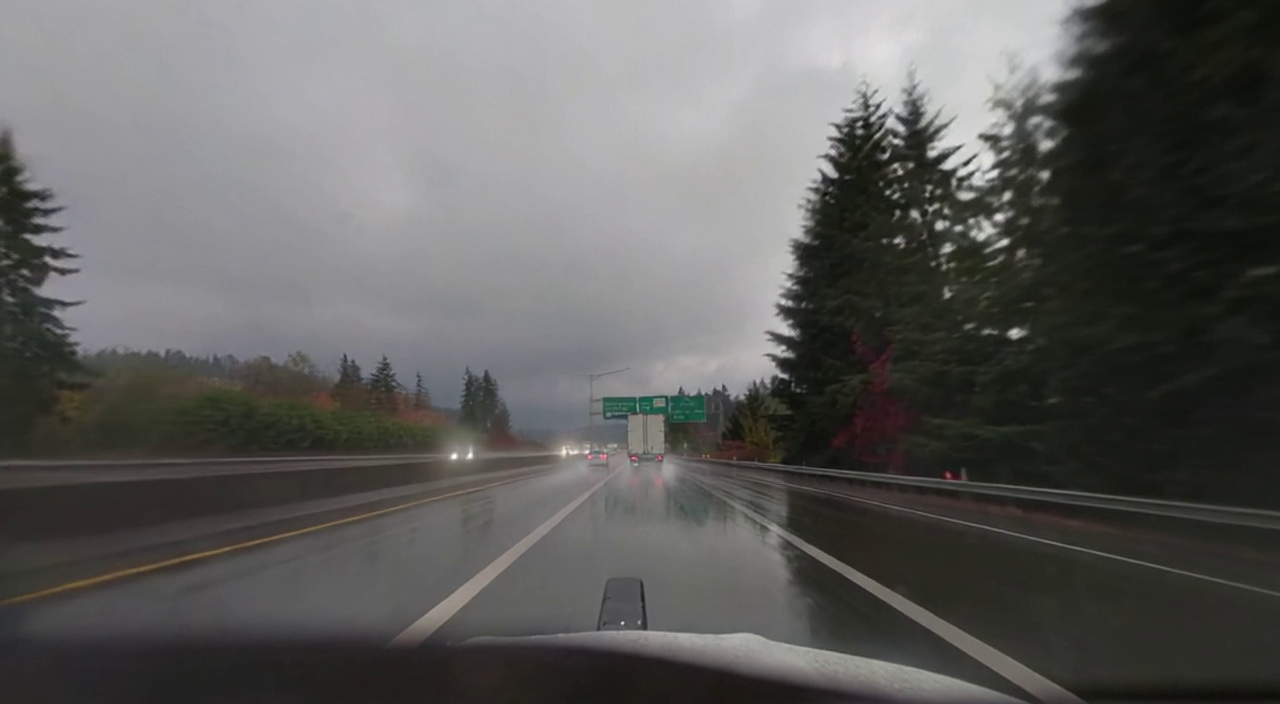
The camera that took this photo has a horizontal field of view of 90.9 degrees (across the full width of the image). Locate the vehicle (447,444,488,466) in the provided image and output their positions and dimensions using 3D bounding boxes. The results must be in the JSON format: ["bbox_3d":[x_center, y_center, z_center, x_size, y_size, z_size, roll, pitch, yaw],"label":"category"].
[{"bbox_3d":[-13.422,8.070,49.270,1.957,1.611,4.223,0,-9,0],"label":"vehicle"}]

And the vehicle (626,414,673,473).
[{"bbox_3d":[0.485,6.416,43.956,2.893,3.628,9.081,0,-9,-2],"label":"vehicle"}]
